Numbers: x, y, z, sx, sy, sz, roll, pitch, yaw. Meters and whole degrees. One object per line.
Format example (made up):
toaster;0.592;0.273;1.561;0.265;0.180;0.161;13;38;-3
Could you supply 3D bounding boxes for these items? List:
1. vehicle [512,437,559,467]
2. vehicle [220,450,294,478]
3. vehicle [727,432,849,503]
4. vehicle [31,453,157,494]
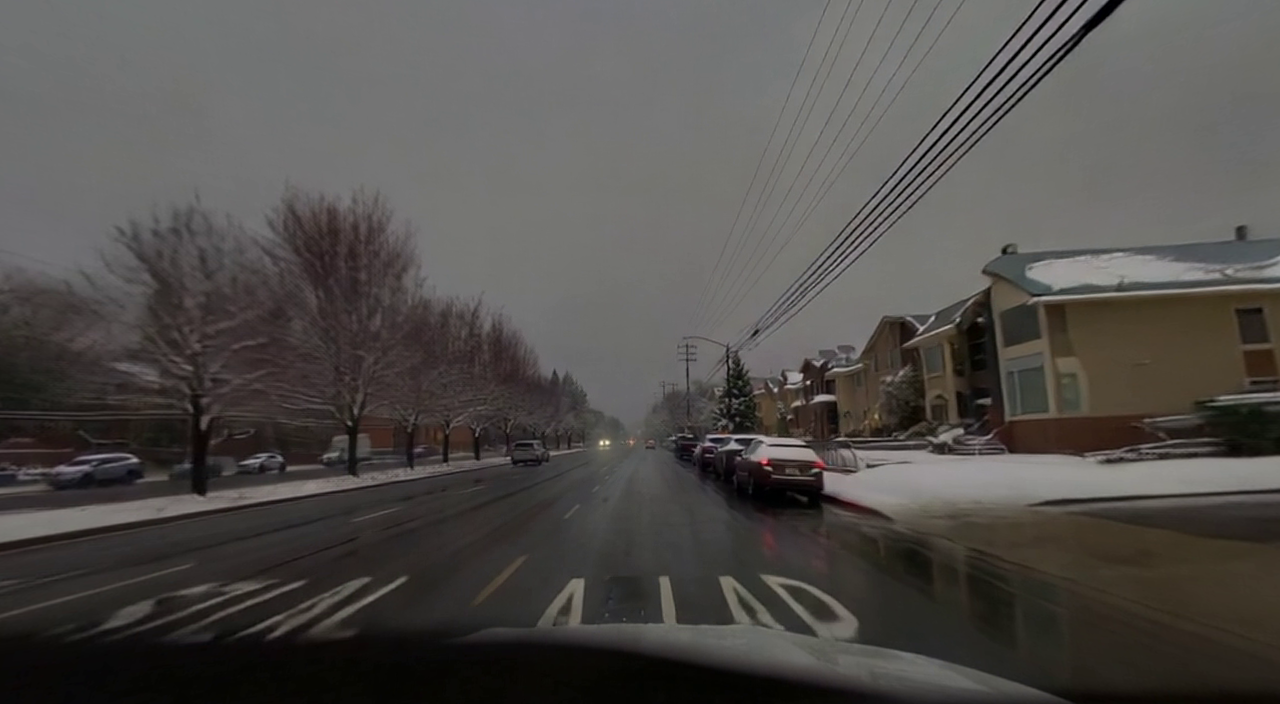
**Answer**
vehicle;-6.274;6.040;38.259;2.000;1.671;4.497;0;-8;1
vehicle;-25.707;7.518;42.534;2.121;1.699;4.506;0;-8;1
vehicle;3.602;2.901;16.363;2.048;1.556;4.753;0;-8;1
vehicle;-25.743;5.722;29.993;1.959;1.707;4.481;0;-8;0
